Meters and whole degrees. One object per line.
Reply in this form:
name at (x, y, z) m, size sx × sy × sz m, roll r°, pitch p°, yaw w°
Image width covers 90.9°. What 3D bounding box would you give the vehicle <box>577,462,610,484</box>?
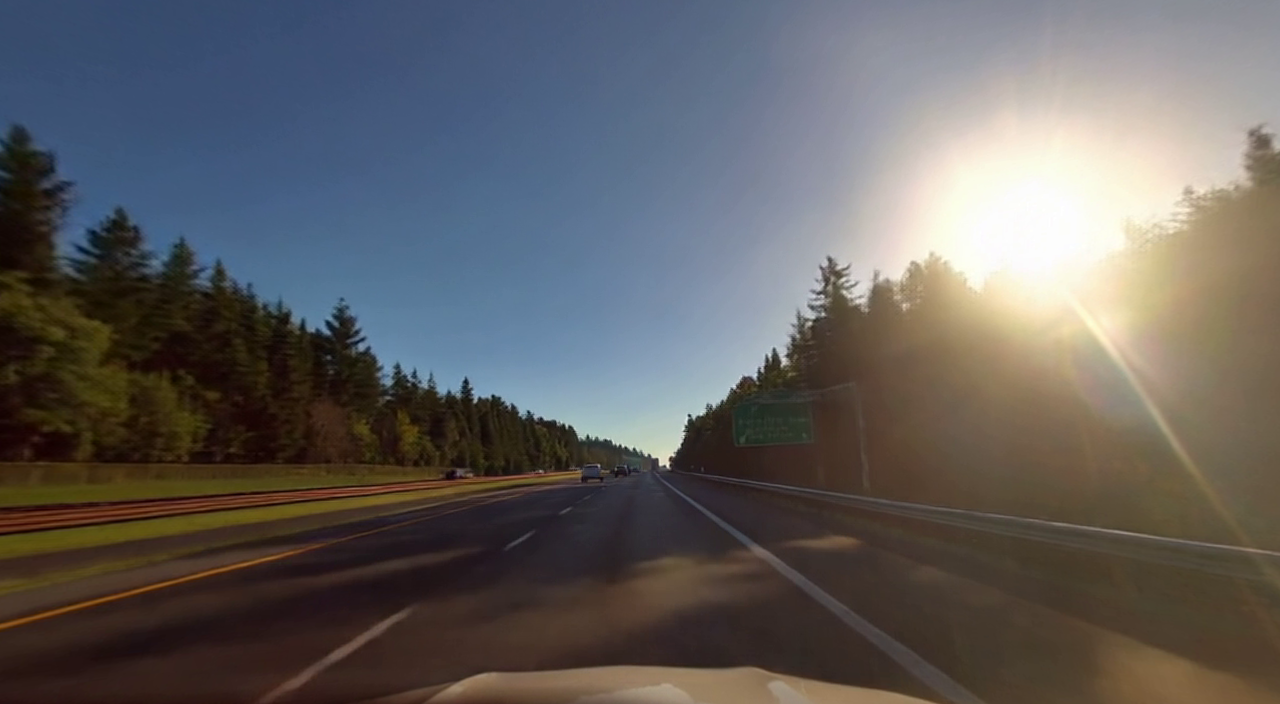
vehicle at (-3.556, 9.424, 49.223) m, size 2.180 × 1.618 × 4.219 m, roll 1°, pitch -10°, yaw 1°
